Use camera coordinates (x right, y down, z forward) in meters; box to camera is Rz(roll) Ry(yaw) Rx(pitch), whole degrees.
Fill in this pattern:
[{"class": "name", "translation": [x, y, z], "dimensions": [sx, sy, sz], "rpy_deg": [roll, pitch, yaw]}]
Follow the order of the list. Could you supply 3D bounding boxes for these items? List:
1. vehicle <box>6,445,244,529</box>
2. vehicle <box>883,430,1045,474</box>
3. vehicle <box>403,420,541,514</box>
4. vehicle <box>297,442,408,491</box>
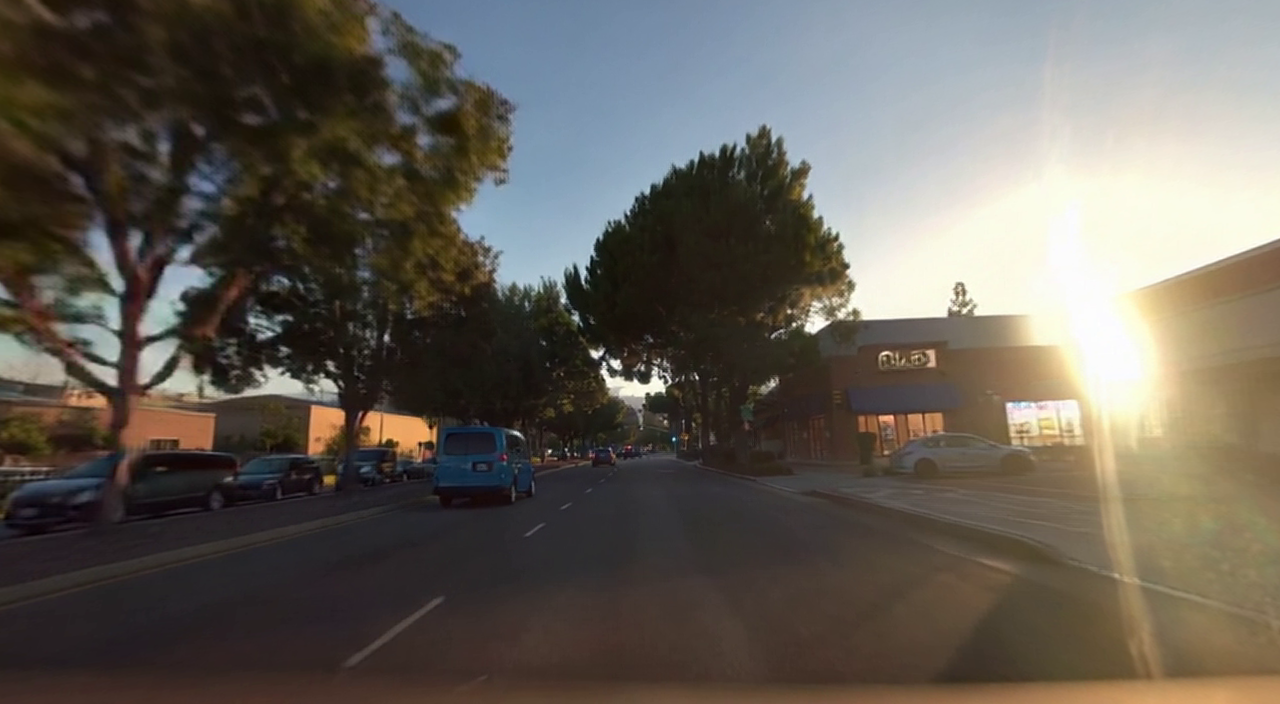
[{"class": "vehicle", "translation": [-11.780, 3.054, 14.867], "dimensions": [2.044, 1.649, 4.211], "rpy_deg": [0, -9, -1]}, {"class": "vehicle", "translation": [11.325, 3.534, 22.230], "dimensions": [4.607, 1.471, 1.982], "rpy_deg": [0, -9, 1]}, {"class": "vehicle", "translation": [-3.996, 2.832, 15.971], "dimensions": [2.152, 1.987, 4.952], "rpy_deg": [0, -9, 0]}, {"class": "vehicle", "translation": [-11.752, 4.693, 26.126], "dimensions": [2.332, 1.815, 4.639], "rpy_deg": [-1, -9, 1]}]
